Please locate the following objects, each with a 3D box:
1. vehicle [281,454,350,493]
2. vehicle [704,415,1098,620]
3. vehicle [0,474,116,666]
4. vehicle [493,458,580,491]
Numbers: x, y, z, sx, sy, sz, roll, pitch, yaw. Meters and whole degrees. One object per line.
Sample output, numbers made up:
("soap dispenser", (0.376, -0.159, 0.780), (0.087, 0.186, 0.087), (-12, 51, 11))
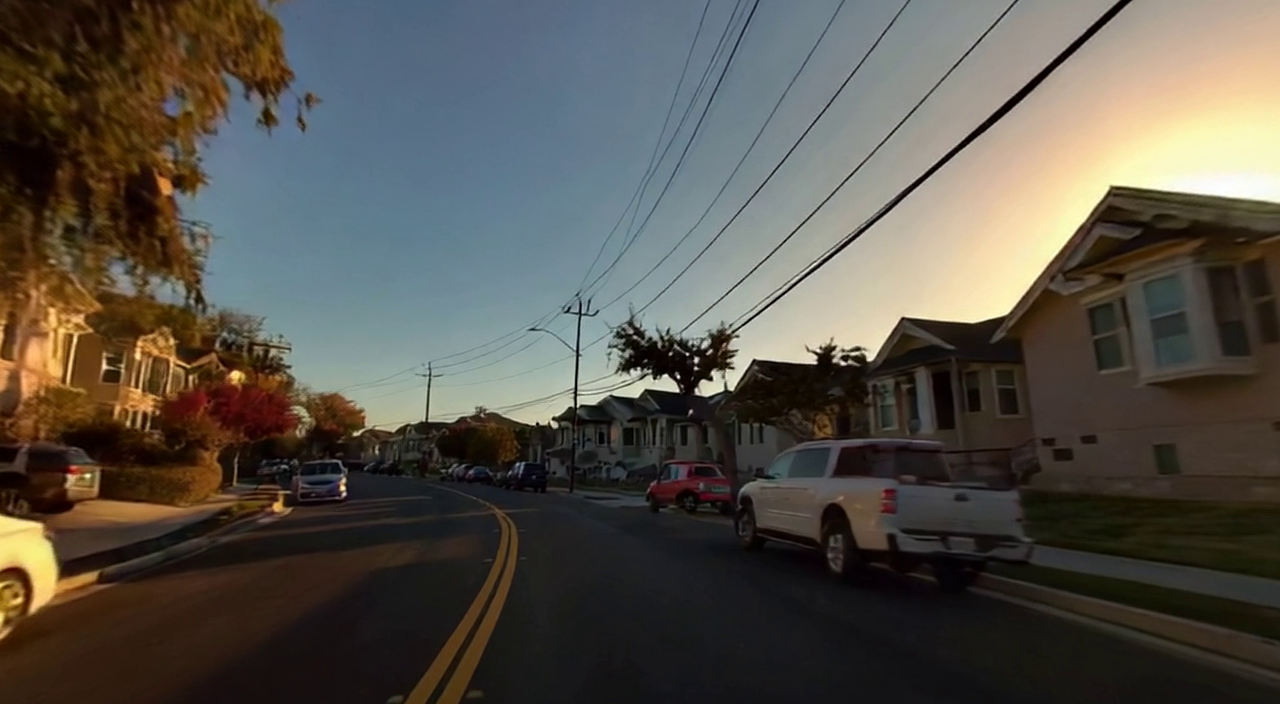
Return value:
("vehicle", (-13.615, 5.003, 26.377), (1.930, 1.451, 4.338), (6, -11, -34))
("vehicle", (2.977, 2.092, 9.015), (2.449, 1.869, 5.504), (6, -10, -11))
("vehicle", (-6.113, 1.578, 3.822), (2.197, 1.462, 4.524), (0, -9, -4))
("vehicle", (-7.127, 8.519, 43.693), (5.523, 2.018, 2.216), (8, -17, -34))
